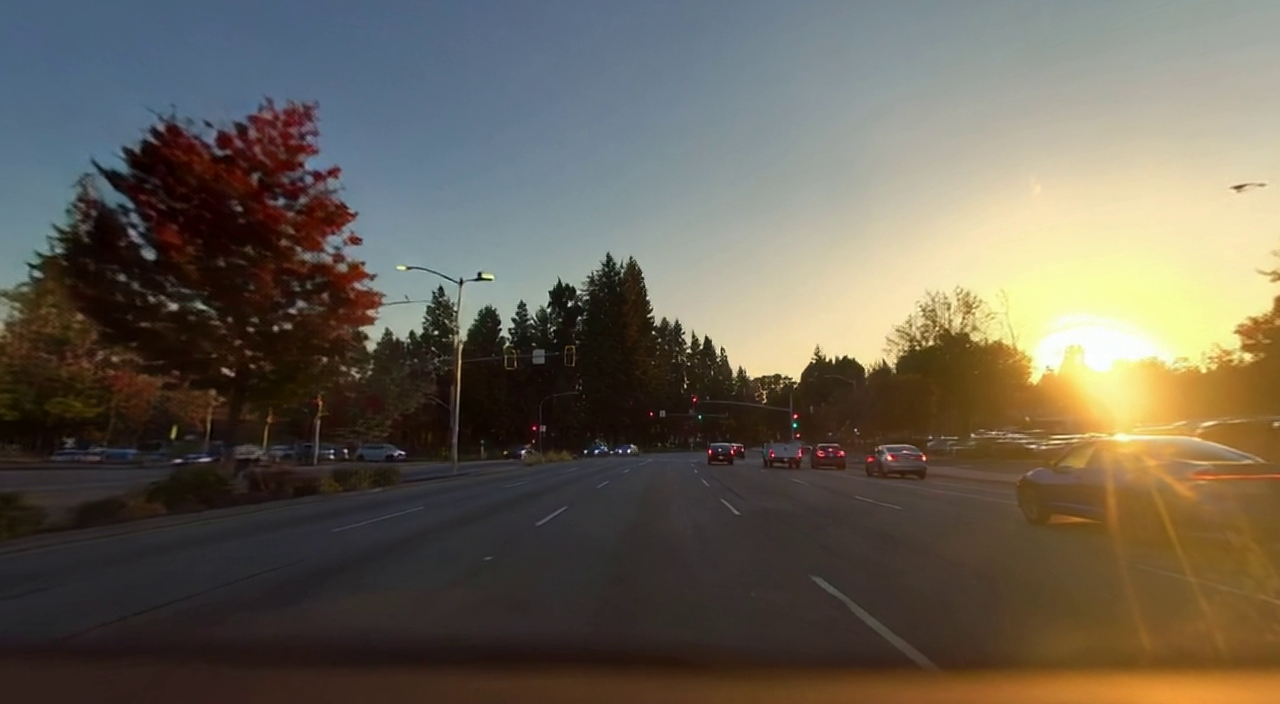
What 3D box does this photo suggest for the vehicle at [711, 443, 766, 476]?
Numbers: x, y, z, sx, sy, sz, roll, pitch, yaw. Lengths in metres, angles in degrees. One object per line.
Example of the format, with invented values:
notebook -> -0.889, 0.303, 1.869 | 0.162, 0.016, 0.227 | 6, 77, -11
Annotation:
vehicle -> 5.030, 5.564, 32.952 | 2.292, 1.563, 4.734 | -1, -8, 3

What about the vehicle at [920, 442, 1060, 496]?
vehicle -> 11.138, 3.724, 20.507 | 1.963, 1.513, 4.600 | 0, -9, 1

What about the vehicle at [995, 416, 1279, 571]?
vehicle -> 7.402, 1.815, 9.025 | 2.051, 1.620, 4.702 | -1, -8, 3

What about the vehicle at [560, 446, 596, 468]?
vehicle -> -4.609, 7.903, 47.512 | 2.004, 1.529, 4.319 | -1, -9, 5

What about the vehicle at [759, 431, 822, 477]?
vehicle -> 7.872, 5.393, 33.605 | 2.186, 2.202, 5.426 | 0, -9, 2

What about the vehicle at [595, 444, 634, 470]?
vehicle -> -1.551, 6.602, 39.784 | 1.958, 1.542, 4.175 | -1, -9, 5
